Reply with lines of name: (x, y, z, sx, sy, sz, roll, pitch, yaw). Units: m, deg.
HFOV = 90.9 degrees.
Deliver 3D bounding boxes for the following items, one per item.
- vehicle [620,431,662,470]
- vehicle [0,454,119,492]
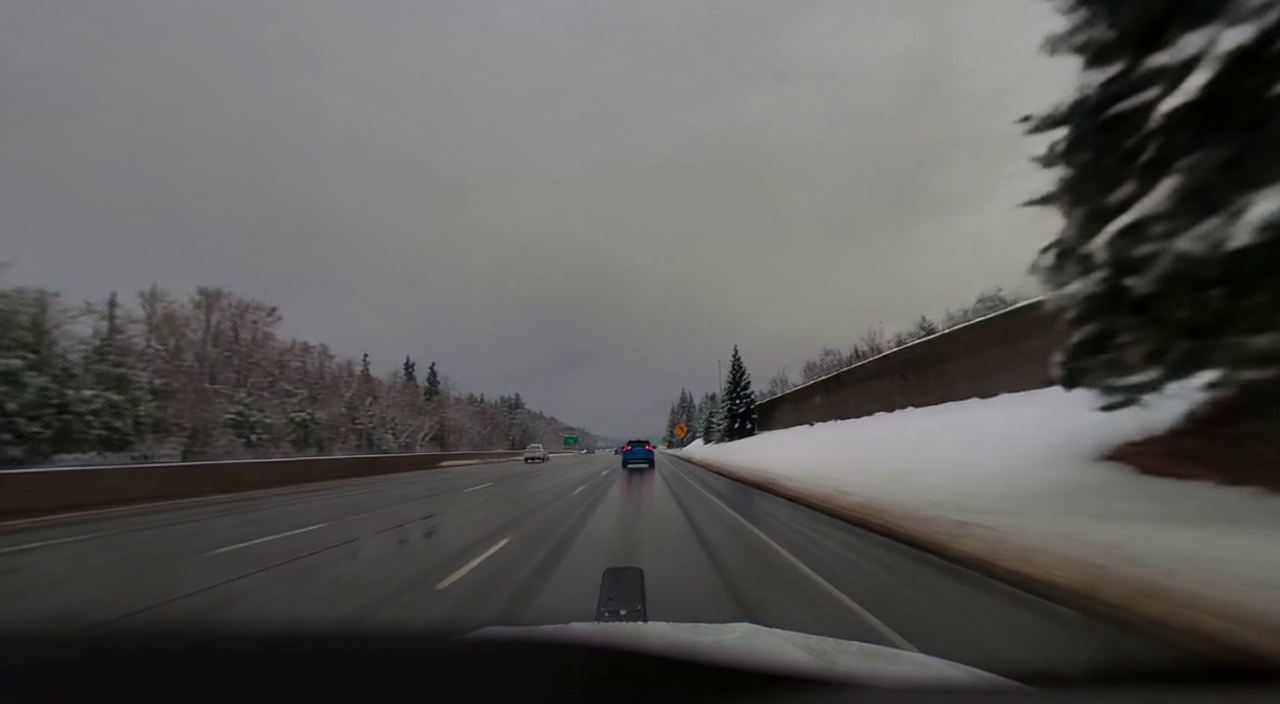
vehicle: (0.049, 5.857, 37.511, 2.318, 2.145, 4.561, 0, -8, 0)
vehicle: (-26.663, 5.505, 28.981, 1.796, 1.530, 4.250, 0, -8, 0)
